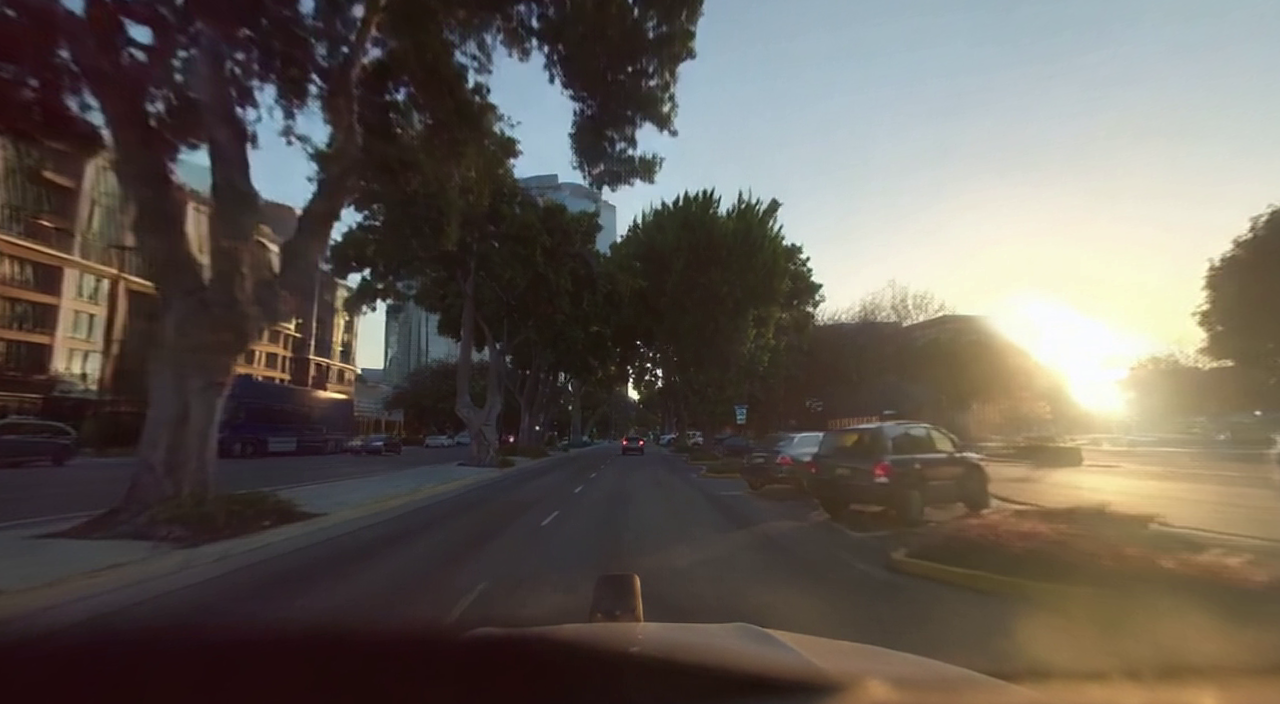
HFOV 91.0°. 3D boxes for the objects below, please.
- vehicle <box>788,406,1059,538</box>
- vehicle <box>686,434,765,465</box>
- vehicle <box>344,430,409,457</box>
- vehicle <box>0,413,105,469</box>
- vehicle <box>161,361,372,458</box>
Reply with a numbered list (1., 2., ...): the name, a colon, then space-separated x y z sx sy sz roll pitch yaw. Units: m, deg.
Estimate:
1. vehicle: 4.712 1.812 10.208 4.585 1.660 1.969 6 -10 -37
2. vehicle: 4.488 5.063 32.782 3.896 1.488 1.868 6 -10 -37
3. vehicle: -15.741 5.513 37.920 1.909 1.465 4.758 0 -8 -1
4. vehicle: -18.648 2.632 18.507 1.909 1.518 4.459 -1 -8 0
5. vehicle: -18.985 3.433 34.058 3.054 4.140 14.110 -1 -8 -1
